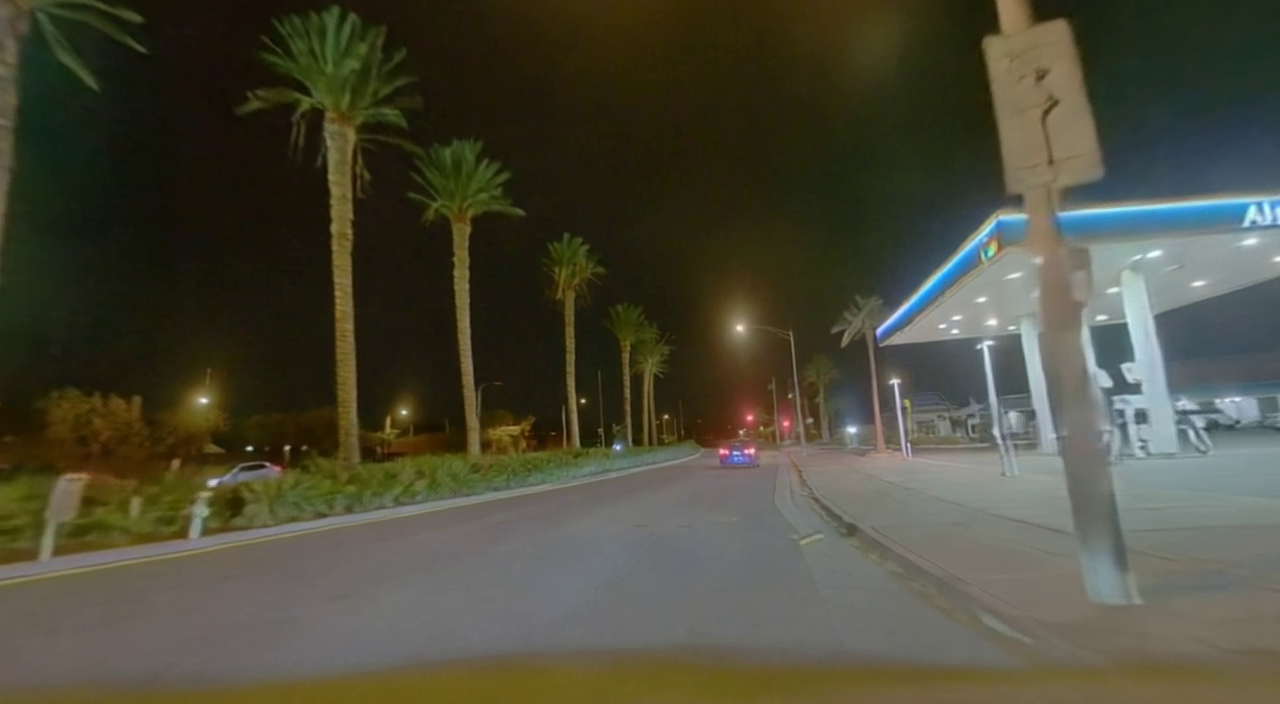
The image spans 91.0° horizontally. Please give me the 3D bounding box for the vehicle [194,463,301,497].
[{"bbox_3d":[-19.806,6.436,32.056,1.825,1.441,4.656,-2,-9,11],"label":"vehicle"}]

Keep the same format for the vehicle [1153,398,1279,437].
[{"bbox_3d":[30.711,3.534,33.585,4.513,1.657,2.002,-6,-10,18],"label":"vehicle"}]

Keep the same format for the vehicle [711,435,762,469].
[{"bbox_3d":[4.680,4.740,30.066,2.050,1.509,4.148,-2,-9,13],"label":"vehicle"}]

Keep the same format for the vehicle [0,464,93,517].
[{"bbox_3d":[-21.926,4.748,21.629,1.884,1.651,4.330,-2,-9,12],"label":"vehicle"}]
